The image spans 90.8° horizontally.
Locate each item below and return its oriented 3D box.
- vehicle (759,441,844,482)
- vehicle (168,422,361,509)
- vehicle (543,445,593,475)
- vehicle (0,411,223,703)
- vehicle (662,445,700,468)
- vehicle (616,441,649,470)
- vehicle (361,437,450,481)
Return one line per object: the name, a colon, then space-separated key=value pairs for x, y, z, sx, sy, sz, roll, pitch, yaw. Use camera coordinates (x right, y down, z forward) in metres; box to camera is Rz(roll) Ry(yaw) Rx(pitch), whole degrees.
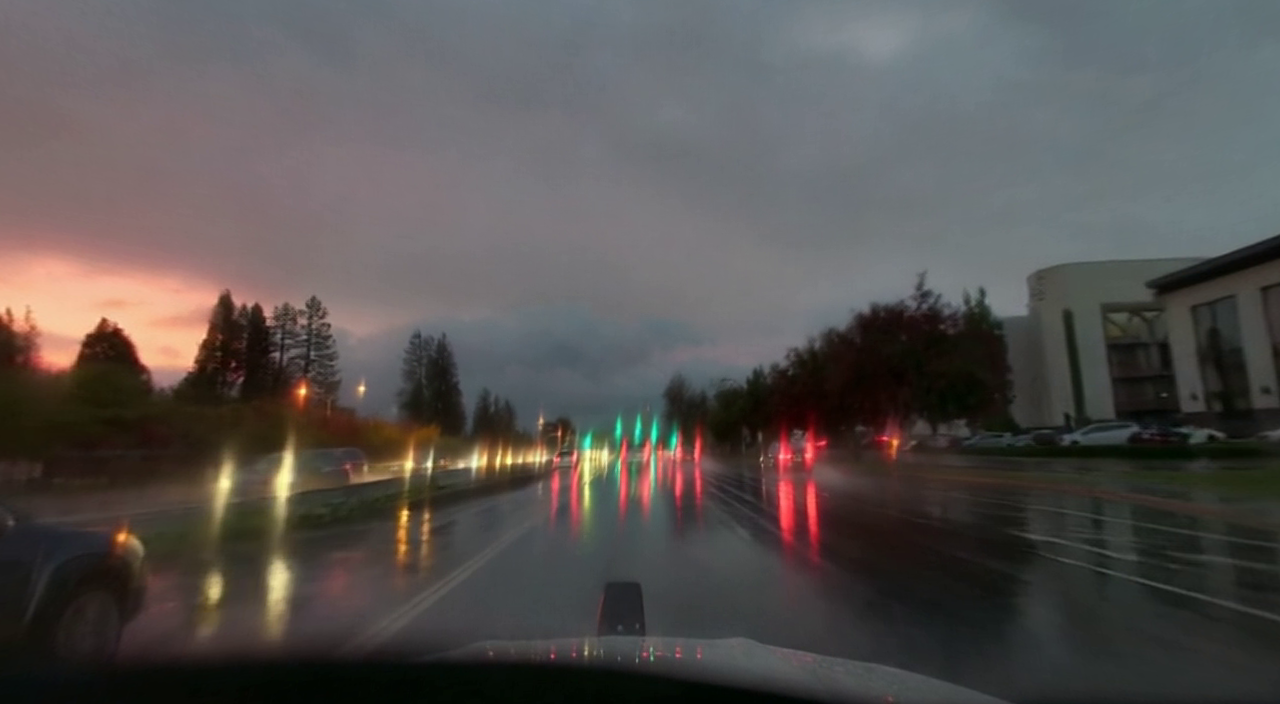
vehicle: x=6.184 y=4.239 z=24.815 sx=2.028 sy=1.451 sz=4.625 roll=0 pitch=-8 yaw=-1
vehicle: x=-9.283 y=2.792 z=16.221 sx=2.185 sy=1.752 sz=4.599 roll=-4 pitch=-8 yaw=0
vehicle: x=-3.828 y=5.833 z=34.365 sx=2.163 sy=1.474 sz=4.413 roll=0 pitch=-8 yaw=1
vehicle: x=-3.733 y=0.877 z=1.878 sx=2.018 sy=1.476 sz=4.364 roll=0 pitch=-8 yaw=-1
vehicle: x=2.617 y=6.778 z=41.131 sx=2.014 sy=1.430 sz=4.103 roll=0 pitch=-8 yaw=-2
vehicle: x=-0.465 y=6.584 z=40.290 sx=2.008 sy=1.716 sz=4.125 roll=0 pitch=-8 yaw=-1
vehicle: x=-9.539 y=4.357 z=26.107 sx=2.026 sy=1.639 sz=4.496 roll=0 pitch=-8 yaw=-1
